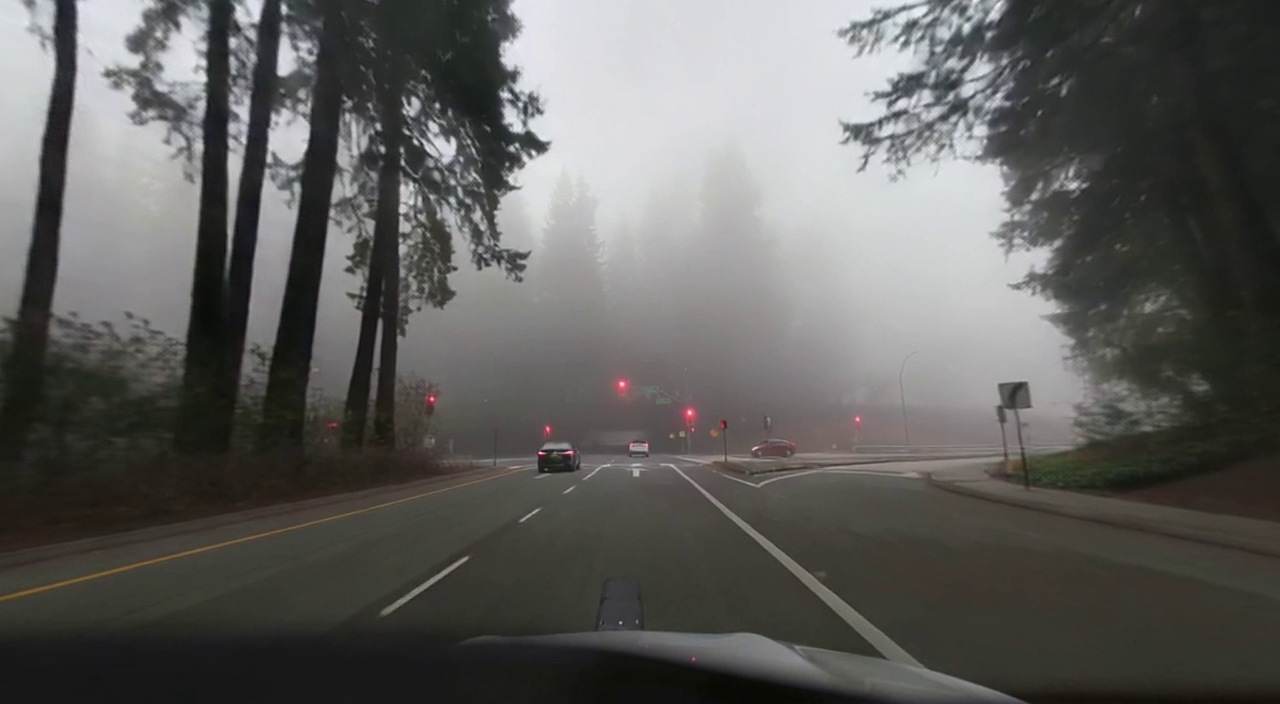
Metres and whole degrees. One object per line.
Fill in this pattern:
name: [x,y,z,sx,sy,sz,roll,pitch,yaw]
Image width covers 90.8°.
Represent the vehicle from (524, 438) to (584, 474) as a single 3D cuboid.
vehicle: [-3.816,4.680,28.644,2.082,1.472,4.310,0,-9,0]
